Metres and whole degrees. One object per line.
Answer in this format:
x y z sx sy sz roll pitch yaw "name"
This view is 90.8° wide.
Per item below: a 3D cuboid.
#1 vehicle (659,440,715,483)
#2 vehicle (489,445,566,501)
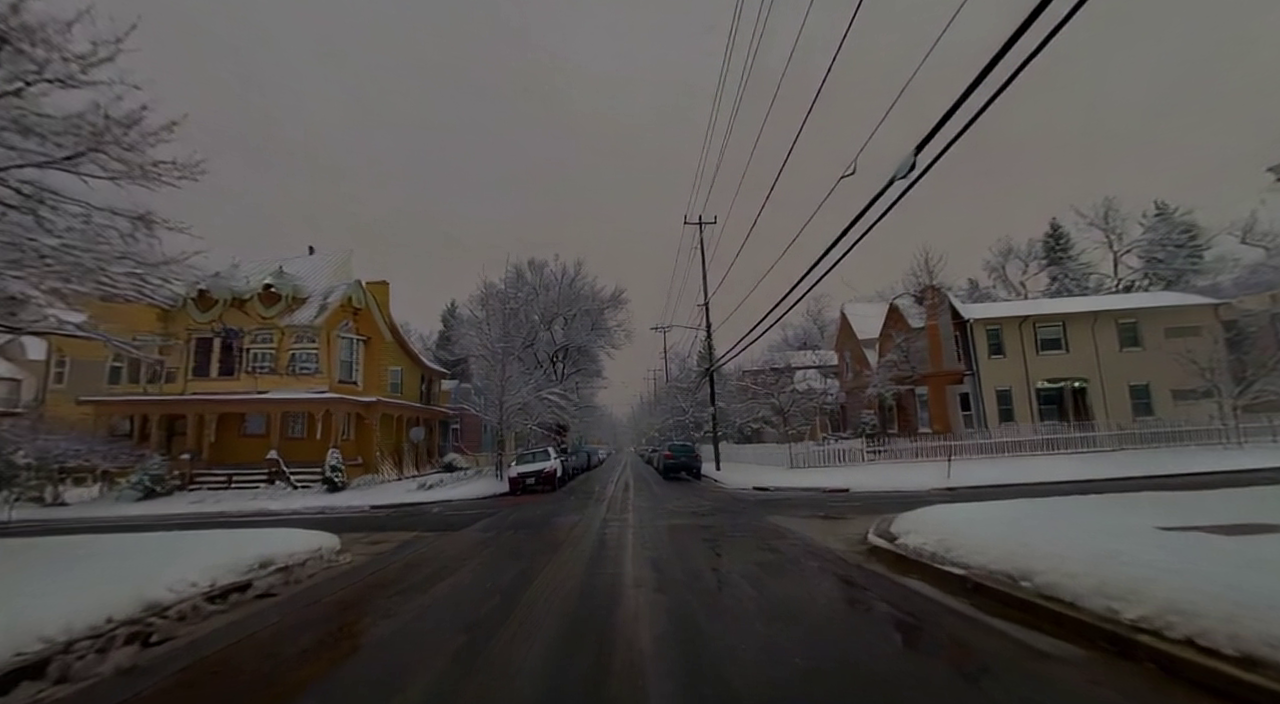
2.181 5.283 30.847 2.129 1.873 4.471 -1 -8 -3 "vehicle"
-4.070 4.406 23.573 2.082 1.759 4.541 -2 -8 -1 "vehicle"
